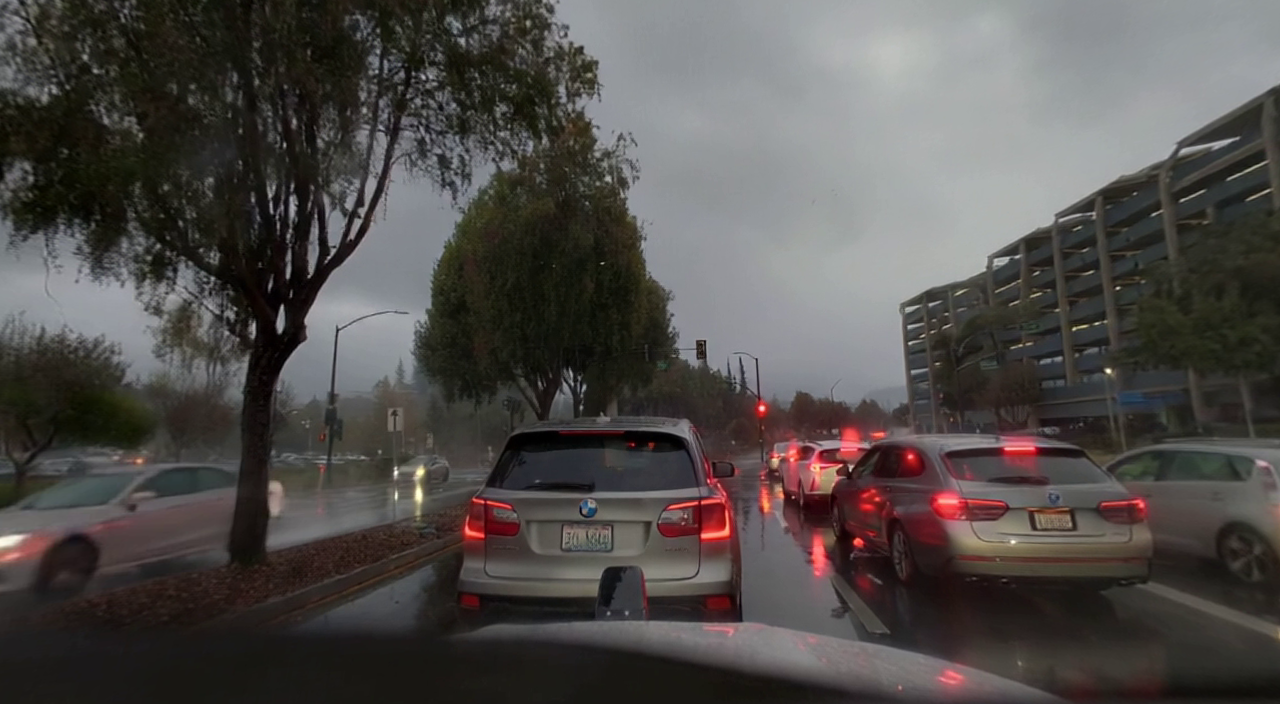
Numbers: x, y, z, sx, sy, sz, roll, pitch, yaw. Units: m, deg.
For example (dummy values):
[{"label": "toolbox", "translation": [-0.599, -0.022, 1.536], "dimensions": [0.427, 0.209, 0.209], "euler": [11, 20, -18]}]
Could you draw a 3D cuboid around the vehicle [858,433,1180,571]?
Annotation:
[{"label": "vehicle", "translation": [4.908, 1.968, 9.180], "dimensions": [1.963, 1.480, 4.553], "euler": [0, -8, 2]}]

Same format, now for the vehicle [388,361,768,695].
[{"label": "vehicle", "translation": [-0.205, 1.238, 5.571], "dimensions": [2.021, 1.742, 4.295], "euler": [-1, -8, 4]}]

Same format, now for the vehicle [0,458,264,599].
[{"label": "vehicle", "translation": [-8.167, 2.351, 9.192], "dimensions": [2.163, 1.500, 4.753], "euler": [-1, -8, 5]}]

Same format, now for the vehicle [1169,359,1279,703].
[{"label": "vehicle", "translation": [4.049, 0.612, 1.108], "dimensions": [1.993, 1.719, 4.953], "euler": [0, -8, 1]}]

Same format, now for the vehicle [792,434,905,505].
[{"label": "vehicle", "translation": [5.333, 3.034, 16.727], "dimensions": [1.994, 1.638, 4.100], "euler": [-1, -9, 6]}]
